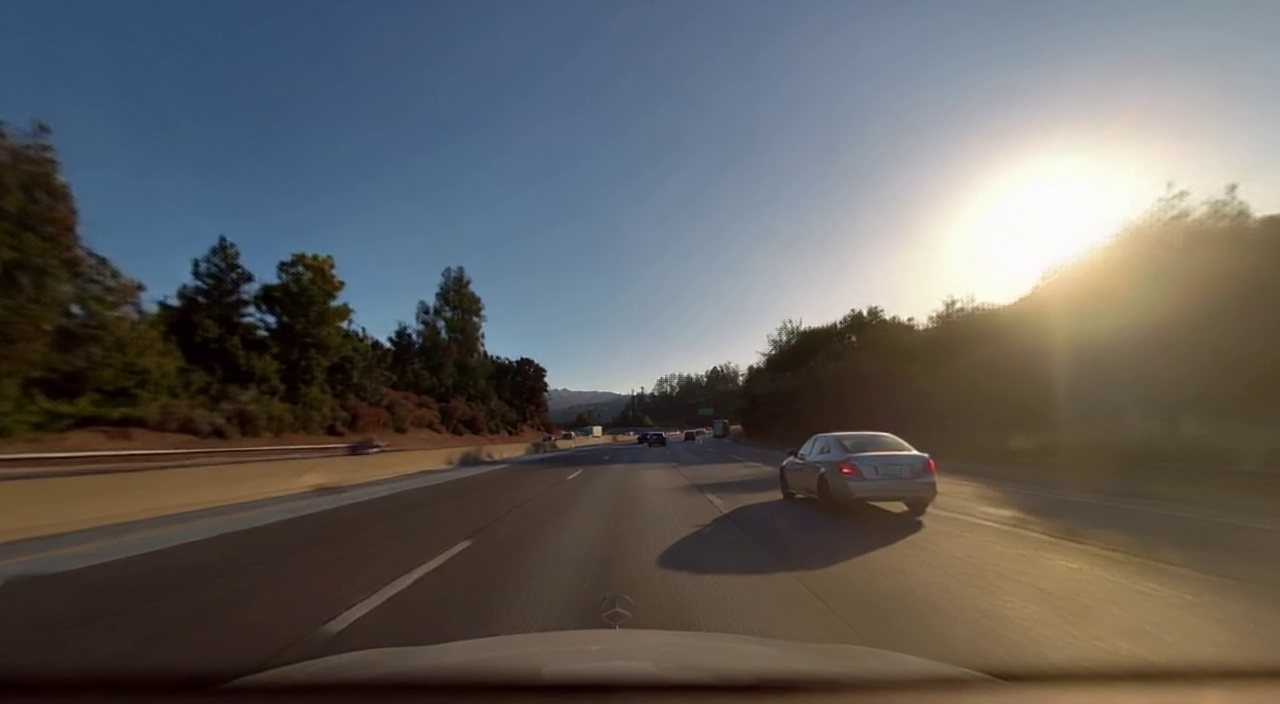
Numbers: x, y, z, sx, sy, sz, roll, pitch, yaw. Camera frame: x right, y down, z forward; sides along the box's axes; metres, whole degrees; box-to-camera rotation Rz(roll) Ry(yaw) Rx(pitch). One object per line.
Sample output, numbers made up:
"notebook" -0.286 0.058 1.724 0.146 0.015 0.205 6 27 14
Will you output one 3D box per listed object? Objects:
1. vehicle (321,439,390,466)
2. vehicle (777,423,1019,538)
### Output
"vehicle" -16.777 5.927 37.324 1.901 1.459 4.603 0 -8 0
"vehicle" 3.769 1.924 10.204 1.982 1.452 4.294 0 -8 -2
